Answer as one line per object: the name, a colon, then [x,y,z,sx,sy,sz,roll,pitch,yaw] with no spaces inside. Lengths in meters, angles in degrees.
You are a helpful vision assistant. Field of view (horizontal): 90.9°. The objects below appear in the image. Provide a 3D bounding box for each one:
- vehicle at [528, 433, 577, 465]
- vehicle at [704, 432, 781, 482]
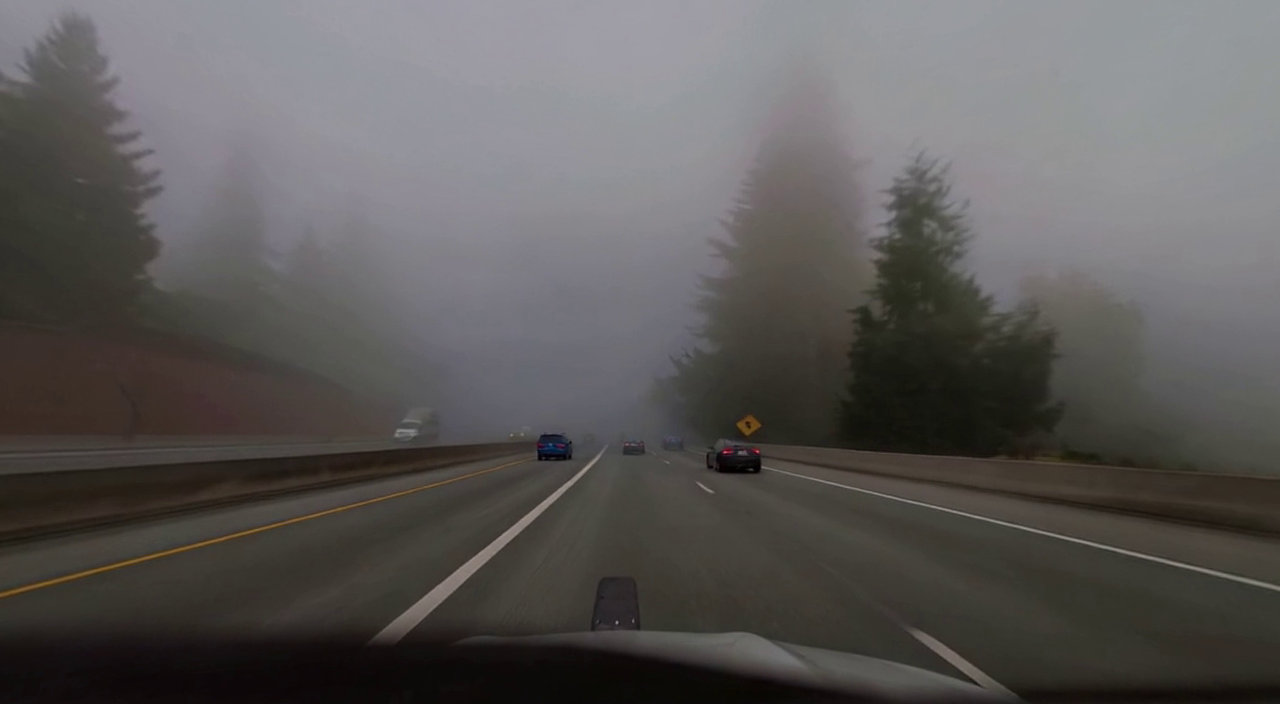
vehicle: [-4.369,4.876,31.942,1.941,1.529,4.111,0,-8,-1]
vehicle: [3.430,3.562,21.756,1.883,1.536,3.792,0,-8,-2]
